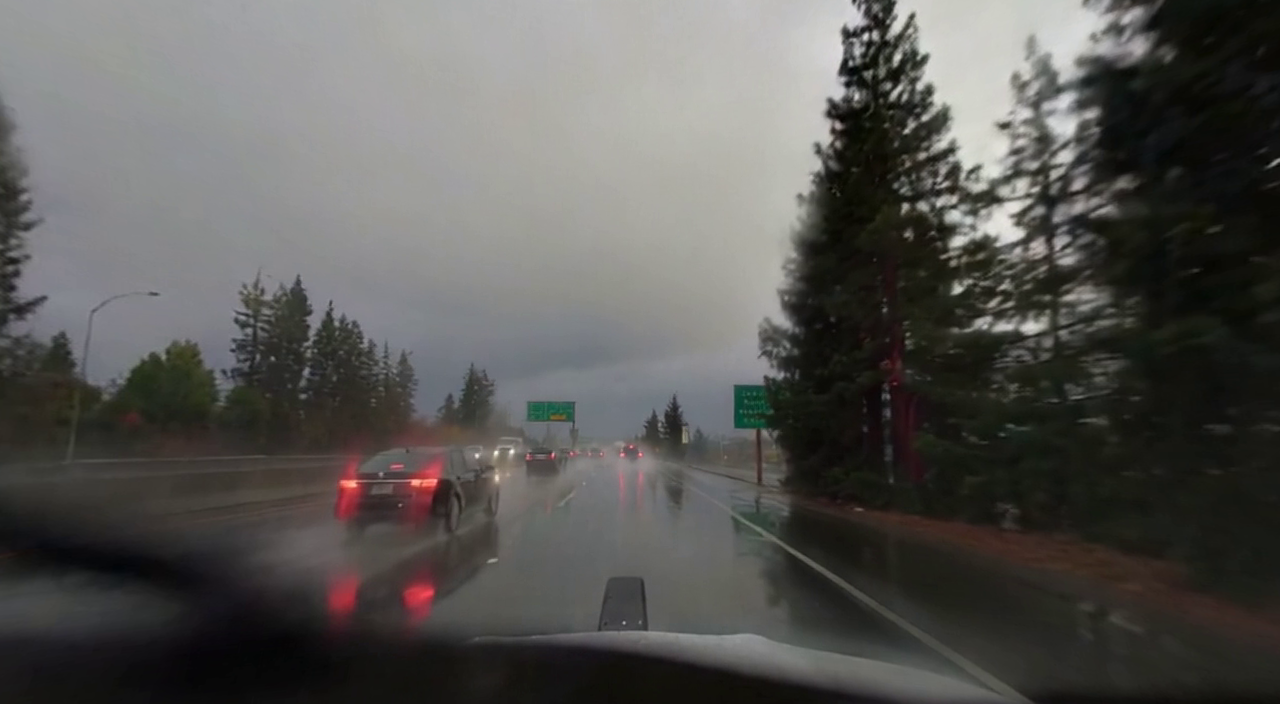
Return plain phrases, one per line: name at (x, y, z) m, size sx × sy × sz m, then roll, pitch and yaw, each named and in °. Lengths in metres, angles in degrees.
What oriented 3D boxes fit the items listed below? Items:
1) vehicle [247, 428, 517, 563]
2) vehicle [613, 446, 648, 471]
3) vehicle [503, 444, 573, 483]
vehicle at (-3.365, 1.960, 9.457) m, size 2.067 × 1.509 × 4.551 m, roll 0°, pitch -8°, yaw 1°
vehicle at (-0.613, 6.781, 40.472) m, size 2.100 × 1.471 × 3.956 m, roll 0°, pitch -8°, yaw -1°
vehicle at (-4.049, 4.495, 25.838) m, size 2.107 × 1.453 × 4.462 m, roll 0°, pitch -8°, yaw 0°
